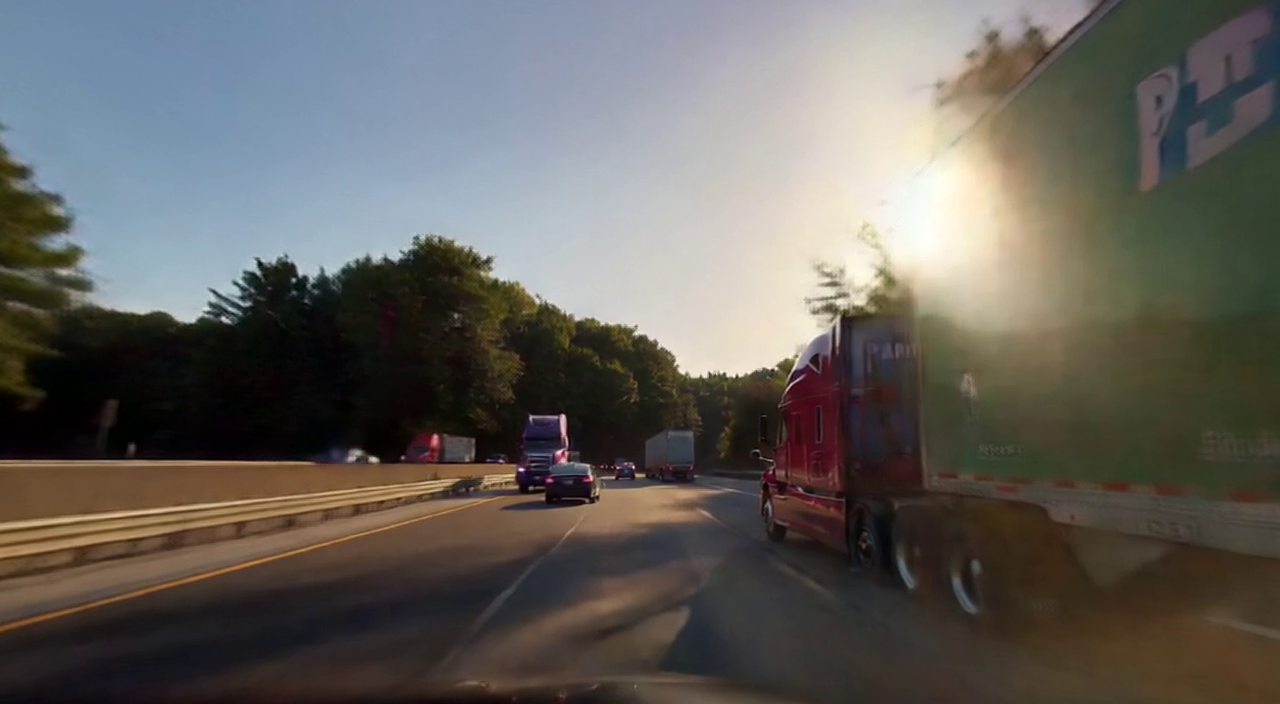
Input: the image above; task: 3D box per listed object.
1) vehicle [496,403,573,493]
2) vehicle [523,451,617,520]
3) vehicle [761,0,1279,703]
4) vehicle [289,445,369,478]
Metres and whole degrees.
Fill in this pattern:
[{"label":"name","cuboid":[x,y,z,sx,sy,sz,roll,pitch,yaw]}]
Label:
[{"label":"vehicle","cuboid":[-5.274,4.985,32.467,3.099,4.220,5.196,1,-10,-2]},{"label":"vehicle","cuboid":[-1.760,3.646,17.533,2.010,1.580,4.949,1,-10,0]},{"label":"vehicle","cuboid":[3.944,0.406,5.401,2.856,4.040,14.009,1,-10,-1]},{"label":"vehicle","cuboid":[-16.139,5.762,32.990,1.980,1.587,4.561,1,-10,-2]}]
